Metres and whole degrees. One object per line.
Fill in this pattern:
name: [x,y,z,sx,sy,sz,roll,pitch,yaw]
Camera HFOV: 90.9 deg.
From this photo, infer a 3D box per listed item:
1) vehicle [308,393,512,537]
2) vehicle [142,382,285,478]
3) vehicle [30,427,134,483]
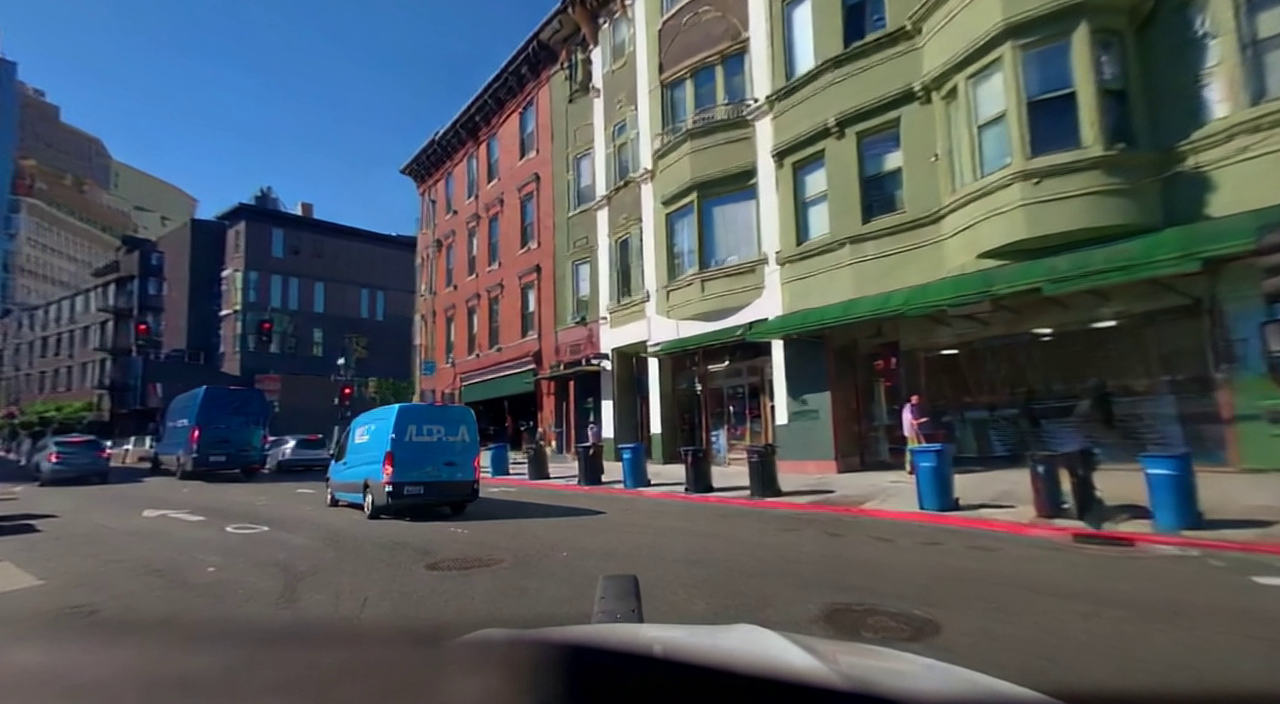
vehicle: [-4.075,1.821,10.737,1.951,1.907,4.266,6,-10,-38]
vehicle: [-14.300,2.630,20.925,6.504,2.703,2.333,-7,-11,43]
vehicle: [-16.452,2.989,18.518,3.426,1.461,1.841,-7,-11,43]
